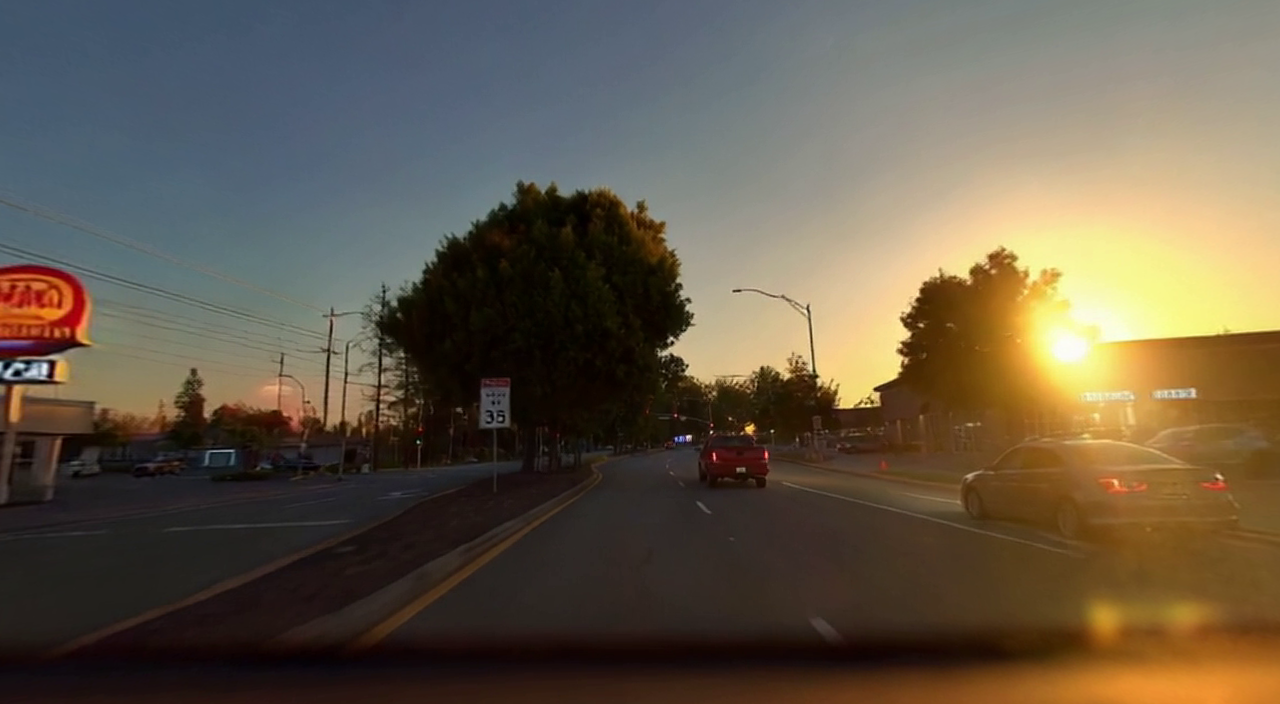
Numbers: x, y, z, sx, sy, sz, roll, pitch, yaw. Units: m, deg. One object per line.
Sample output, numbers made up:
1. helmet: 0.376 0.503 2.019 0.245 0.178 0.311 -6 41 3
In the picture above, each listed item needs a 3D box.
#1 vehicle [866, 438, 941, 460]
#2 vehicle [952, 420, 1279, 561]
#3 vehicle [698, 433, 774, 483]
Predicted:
1. vehicle: 18.204 6.749 43.782 4.337 1.447 1.933 0 -9 0
2. vehicle: 6.549 1.808 8.942 1.986 1.480 4.296 0 -9 -1
3. vehicle: 3.642 4.133 24.914 2.214 1.749 4.998 0 -9 0
